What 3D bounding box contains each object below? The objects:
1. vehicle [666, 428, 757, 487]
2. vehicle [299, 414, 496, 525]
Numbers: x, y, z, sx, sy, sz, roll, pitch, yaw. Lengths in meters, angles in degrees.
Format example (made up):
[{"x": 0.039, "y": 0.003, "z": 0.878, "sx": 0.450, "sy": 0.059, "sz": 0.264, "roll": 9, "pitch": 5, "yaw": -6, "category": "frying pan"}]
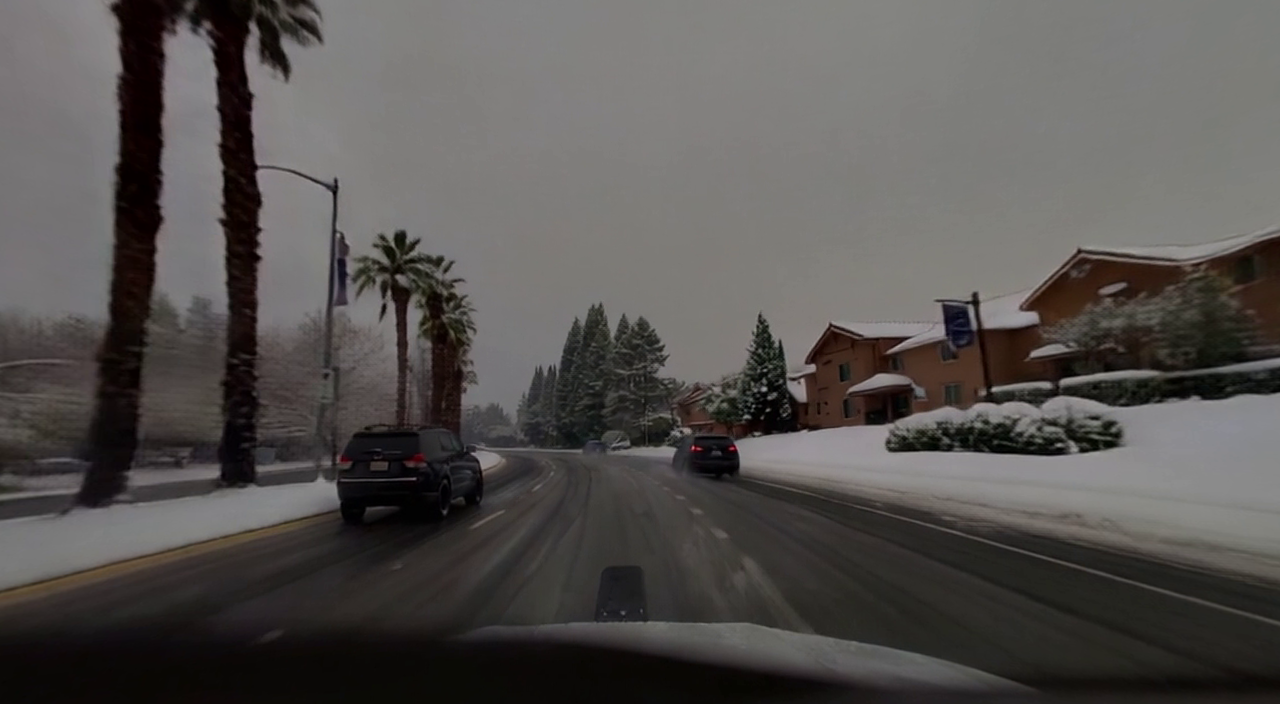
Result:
[{"x": 2.326, "y": 3.614, "z": 21.854, "sx": 2.195, "sy": 1.804, "sz": 4.658, "roll": 1, "pitch": -8, "yaw": -6, "category": "vehicle"}, {"x": -4.460, "y": 2.248, "z": 12.575, "sx": 2.150, "sy": 1.768, "sz": 4.868, "roll": 0, "pitch": -8, "yaw": -2, "category": "vehicle"}]
